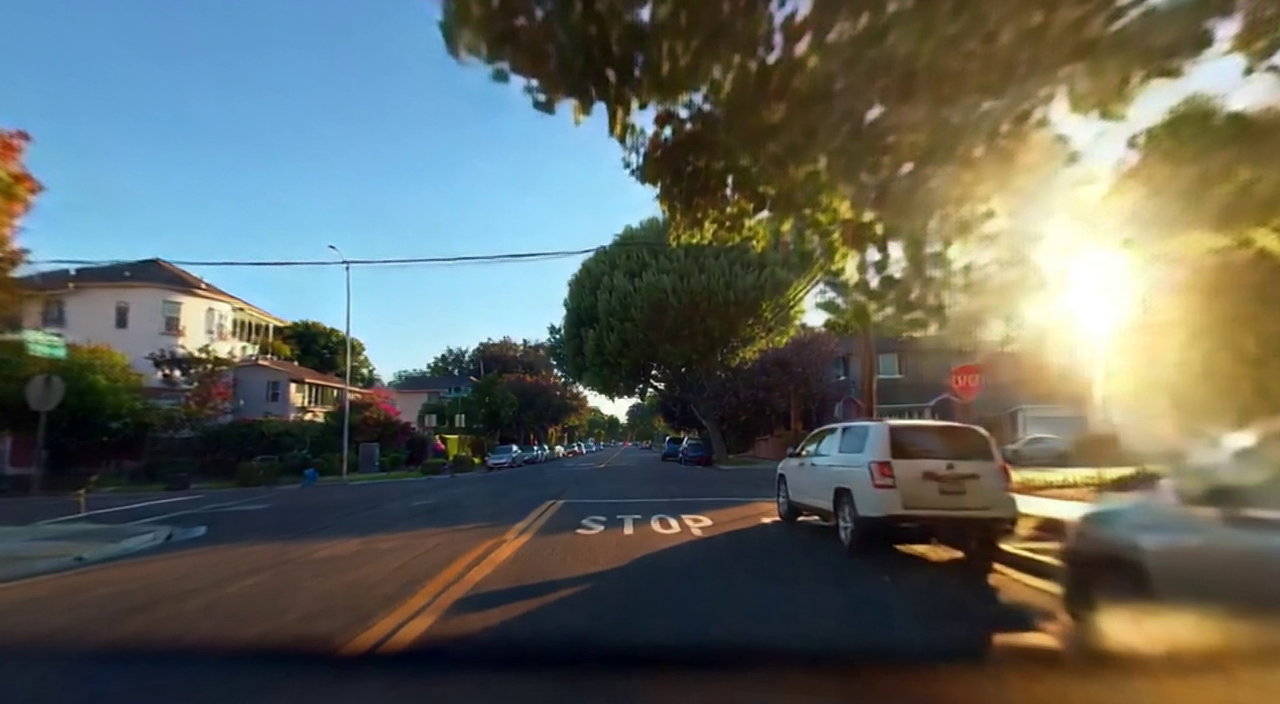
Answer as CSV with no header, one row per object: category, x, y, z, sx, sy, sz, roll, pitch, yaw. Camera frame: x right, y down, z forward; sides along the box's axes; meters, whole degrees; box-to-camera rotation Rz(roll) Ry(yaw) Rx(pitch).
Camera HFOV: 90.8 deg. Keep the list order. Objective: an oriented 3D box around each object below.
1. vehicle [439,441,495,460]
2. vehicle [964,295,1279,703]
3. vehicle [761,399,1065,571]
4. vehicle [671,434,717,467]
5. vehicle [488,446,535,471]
vehicle,-13.612,7.781,49.872,3.905,1.480,1.892,0,-9,-2
vehicle,3.192,0.681,2.032,1.993,1.778,4.311,0,-9,0
vehicle,3.165,1.654,8.567,2.035,1.708,4.355,0,-9,-2
vehicle,2.951,5.507,35.422,2.114,1.708,4.474,0,-8,-1
vehicle,-7.369,6.125,36.566,1.926,1.307,3.909,0,-8,0
